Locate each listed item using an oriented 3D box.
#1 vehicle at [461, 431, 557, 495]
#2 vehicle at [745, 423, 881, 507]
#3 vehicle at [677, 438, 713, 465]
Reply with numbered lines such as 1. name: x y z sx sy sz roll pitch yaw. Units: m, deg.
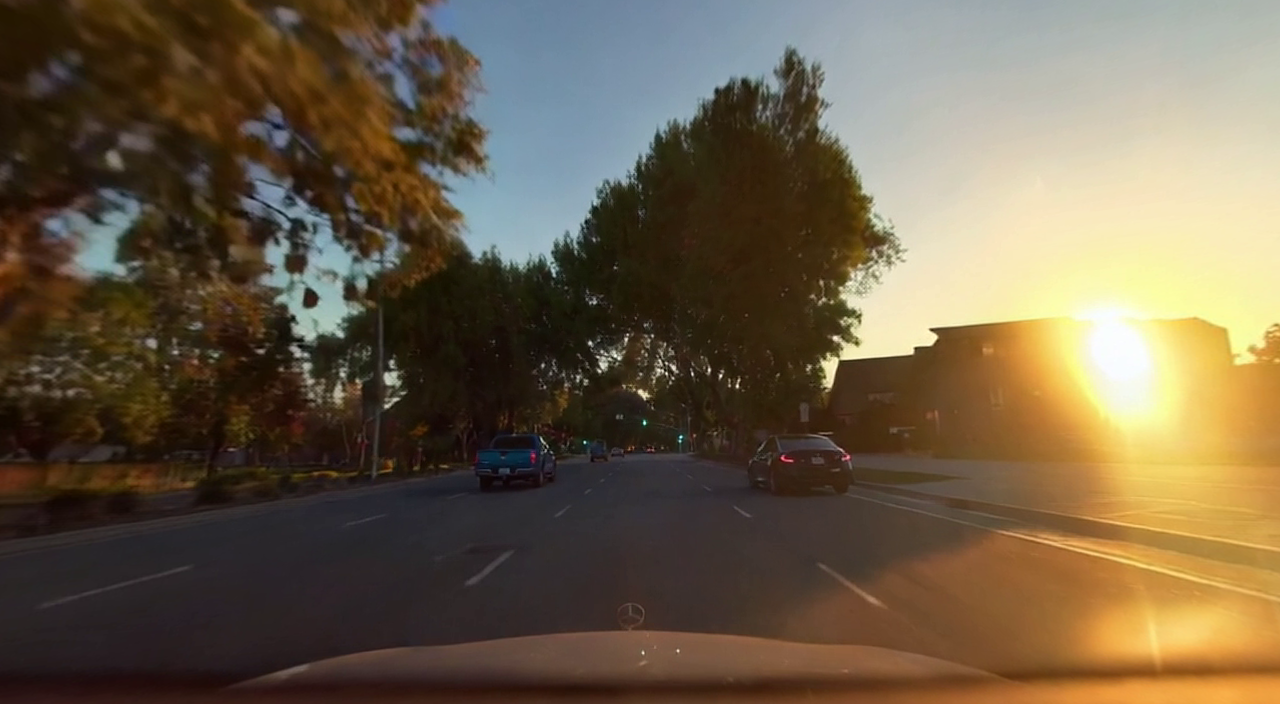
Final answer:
1. vehicle: -3.925 3.423 19.756 2.002 1.747 4.728 0 -9 0
2. vehicle: 4.002 2.708 15.428 2.016 1.736 4.356 0 -9 -1
3. vehicle: 4.167 7.610 48.427 2.321 1.957 5.037 0 -9 1
